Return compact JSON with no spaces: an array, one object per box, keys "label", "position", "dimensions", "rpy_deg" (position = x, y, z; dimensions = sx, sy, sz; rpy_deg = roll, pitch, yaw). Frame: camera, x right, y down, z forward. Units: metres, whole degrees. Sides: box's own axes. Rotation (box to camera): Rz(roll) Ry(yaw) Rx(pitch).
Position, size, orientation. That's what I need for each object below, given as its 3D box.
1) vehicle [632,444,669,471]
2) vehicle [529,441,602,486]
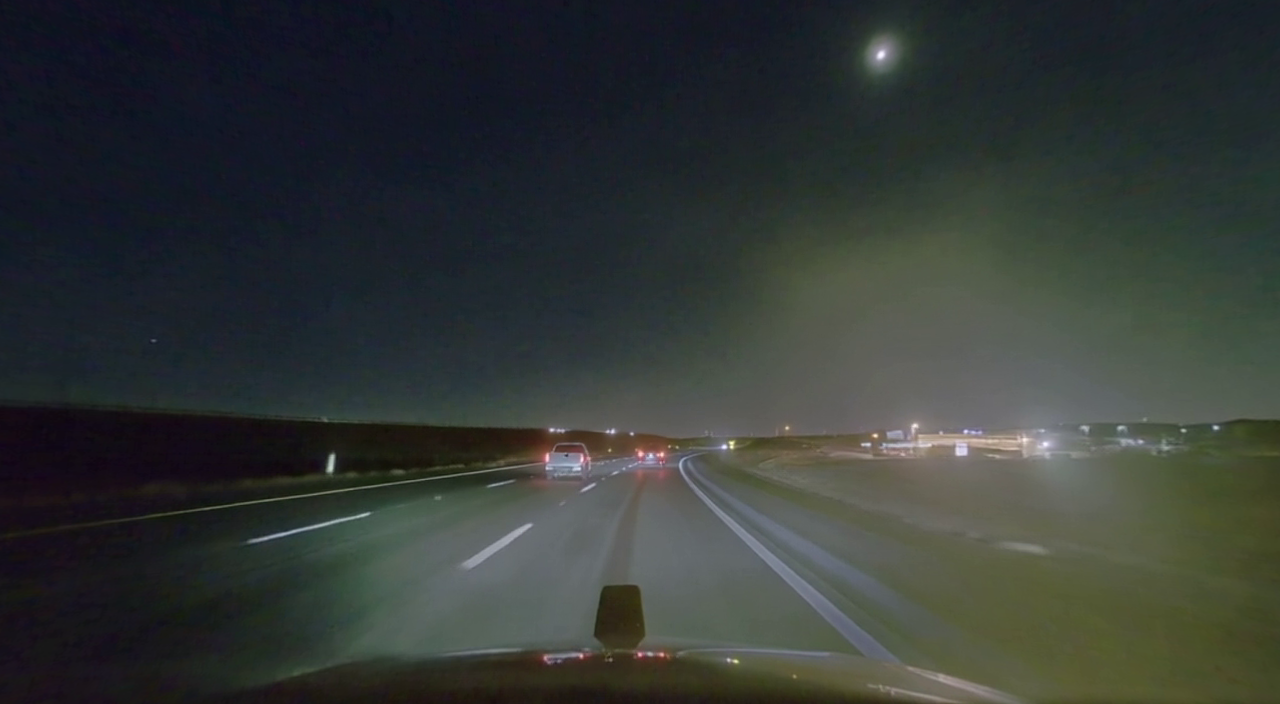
[{"label":"vehicle","position":[0.646,6.390,38.191],"dimensions":[2.129,1.502,4.321],"rpy_deg":[0,-9,1]},{"label":"vehicle","position":[-2.738,4.263,24.316],"dimensions":[2.129,1.563,4.387],"rpy_deg":[0,-9,2]}]
